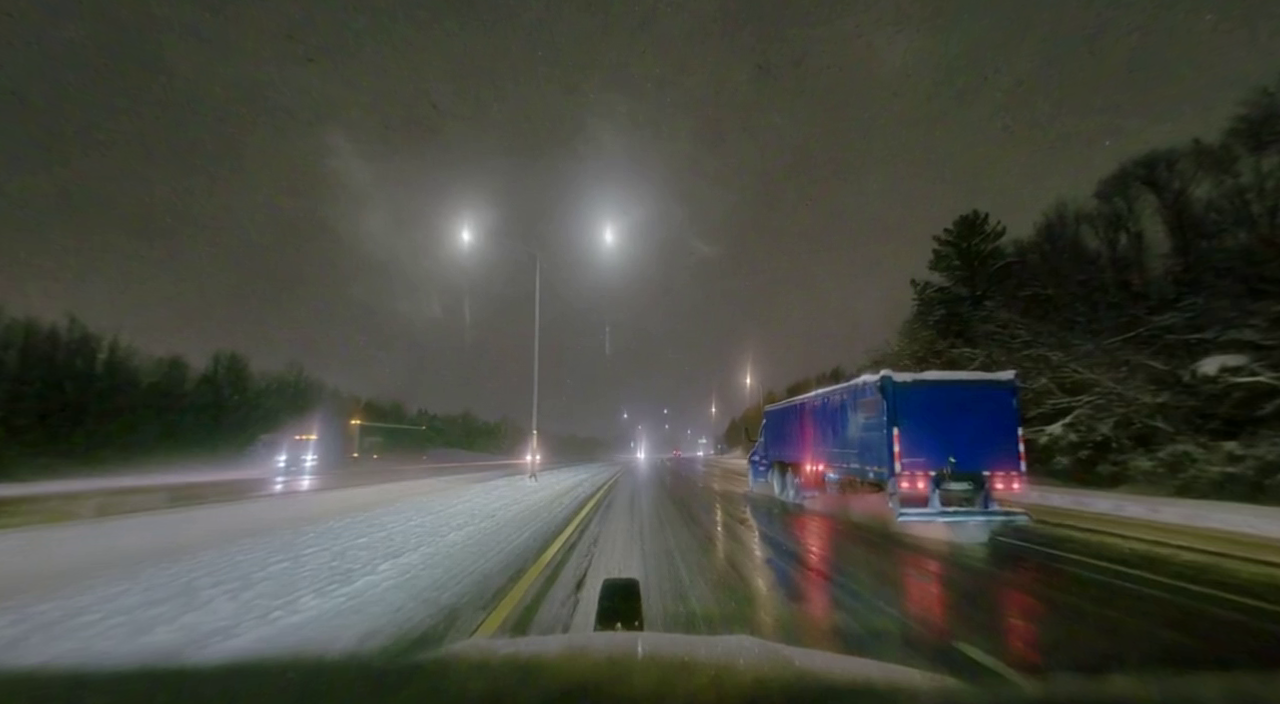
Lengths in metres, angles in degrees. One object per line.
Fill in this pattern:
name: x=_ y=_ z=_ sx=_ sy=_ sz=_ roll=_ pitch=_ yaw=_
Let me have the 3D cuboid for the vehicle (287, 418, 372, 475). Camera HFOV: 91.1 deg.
vehicle: x=-23.324 y=7.195 z=47.668 sx=3.156 sy=4.015 sz=5.992 roll=-1 pitch=-9 yaw=1

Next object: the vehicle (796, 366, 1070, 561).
vehicle: x=4.248 y=1.730 z=10.174 sx=2.215 sy=2.461 sz=4.234 roll=0 pitch=-9 yaw=-2
